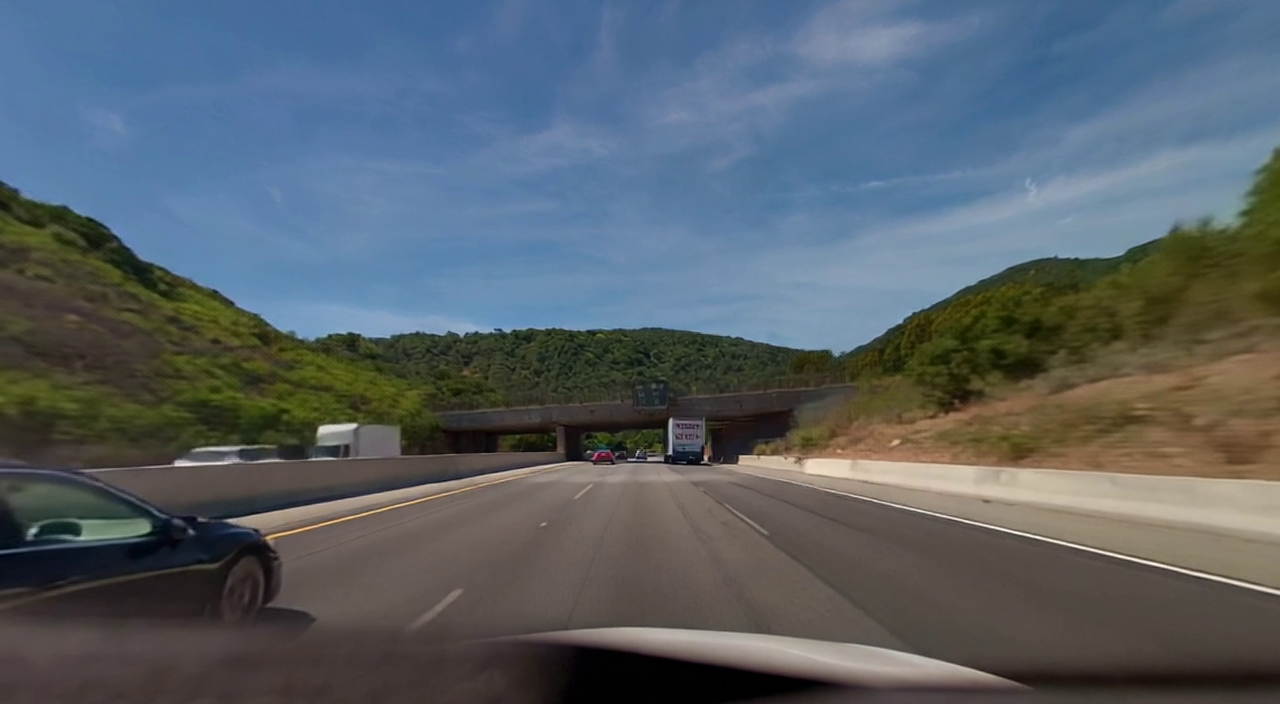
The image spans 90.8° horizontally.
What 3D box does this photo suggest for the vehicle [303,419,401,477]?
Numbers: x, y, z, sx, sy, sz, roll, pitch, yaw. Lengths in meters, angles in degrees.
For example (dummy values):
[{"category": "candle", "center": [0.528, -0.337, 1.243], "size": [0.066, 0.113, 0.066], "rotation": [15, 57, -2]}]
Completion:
[{"category": "vehicle", "center": [-18.509, 6.266, 41.193], "size": [2.637, 3.409, 7.744], "rotation": [0, -9, 0]}]
